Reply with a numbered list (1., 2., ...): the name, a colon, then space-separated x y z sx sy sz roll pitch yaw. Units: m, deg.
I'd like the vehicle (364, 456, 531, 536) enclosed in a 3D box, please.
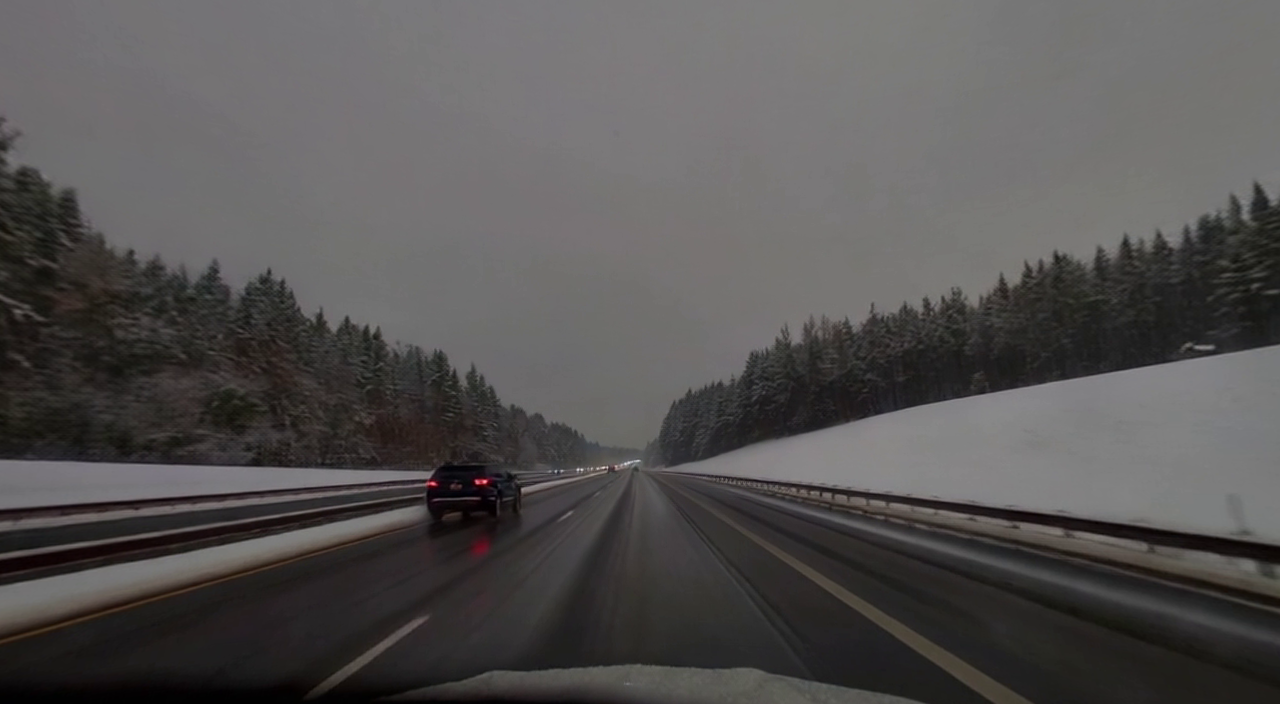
1. vehicle: -3.978 3.107 14.063 2.183 1.435 4.653 0 -10 1
